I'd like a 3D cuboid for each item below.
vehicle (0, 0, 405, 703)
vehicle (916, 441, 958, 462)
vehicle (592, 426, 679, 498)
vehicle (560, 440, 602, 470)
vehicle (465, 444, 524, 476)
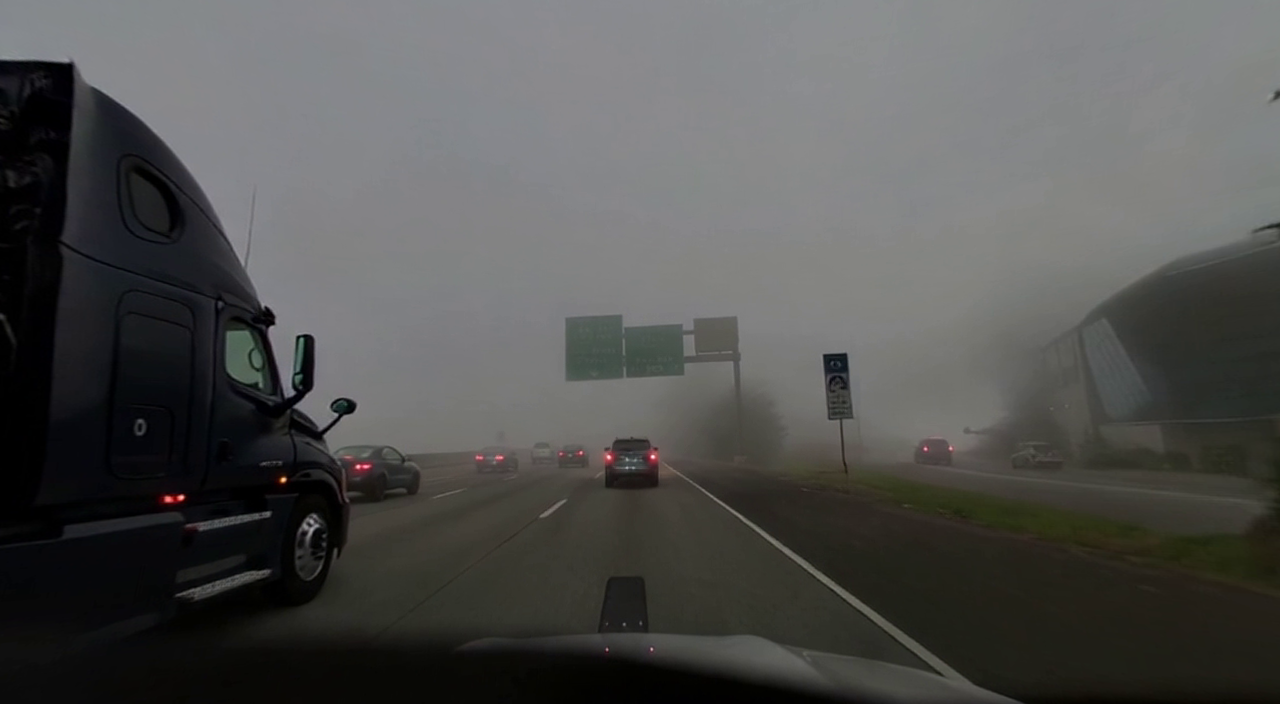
[{"bbox_3d":[-3.894,-0.487,1.478,2.990,3.885,8.540,0,-9,3],"label":"vehicle"},{"bbox_3d":[22.788,7.663,48.567,1.918,1.472,4.782,-2,-9,13],"label":"vehicle"},{"bbox_3d":[-0.086,3.043,17.728,2.152,1.779,3.924,0,-9,1],"label":"vehicle"},{"bbox_3d":[-3.419,6.085,37.283,1.952,1.649,4.131,0,-9,1],"label":"vehicle"},{"bbox_3d":[-7.167,5.374,31.570,1.869,1.466,4.217,0,-9,1],"label":"vehicle"}]
